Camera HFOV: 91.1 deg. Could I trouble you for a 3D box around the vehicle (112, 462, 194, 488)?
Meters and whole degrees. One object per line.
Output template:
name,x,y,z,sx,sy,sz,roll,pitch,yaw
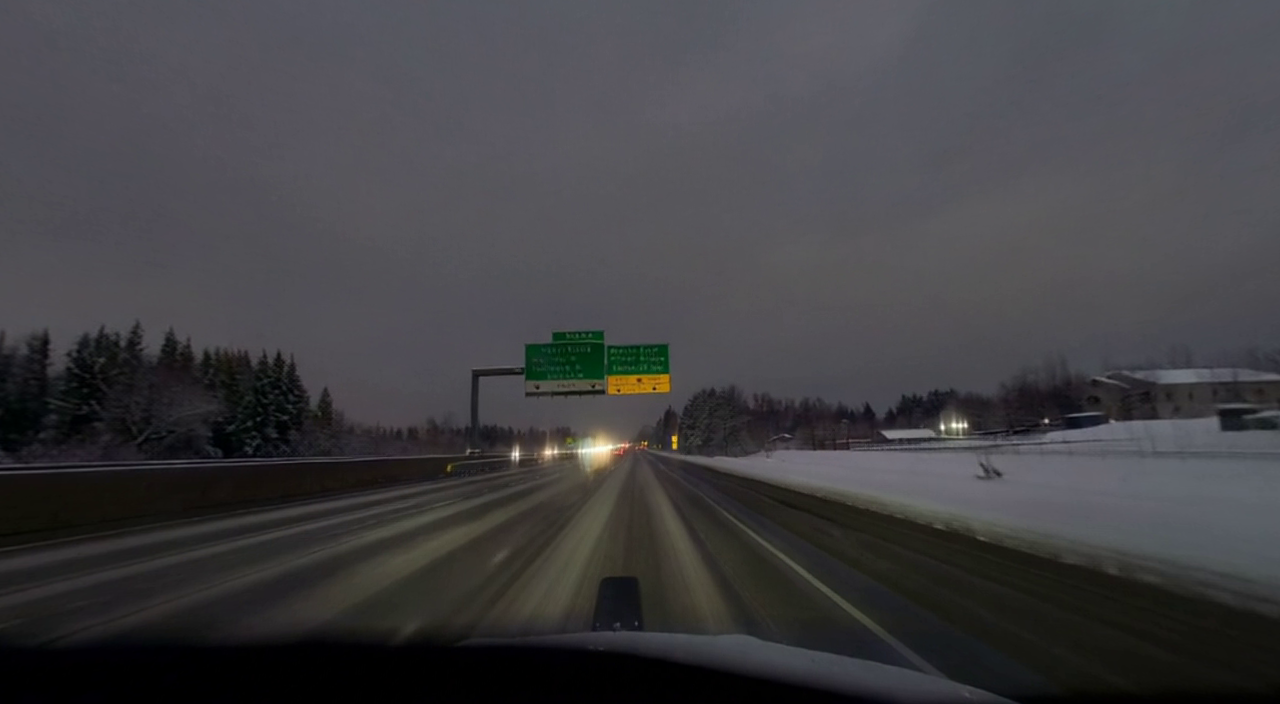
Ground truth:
vehicle,-31.407,7.947,40.737,1.757,1.442,4.577,0,-9,-2
